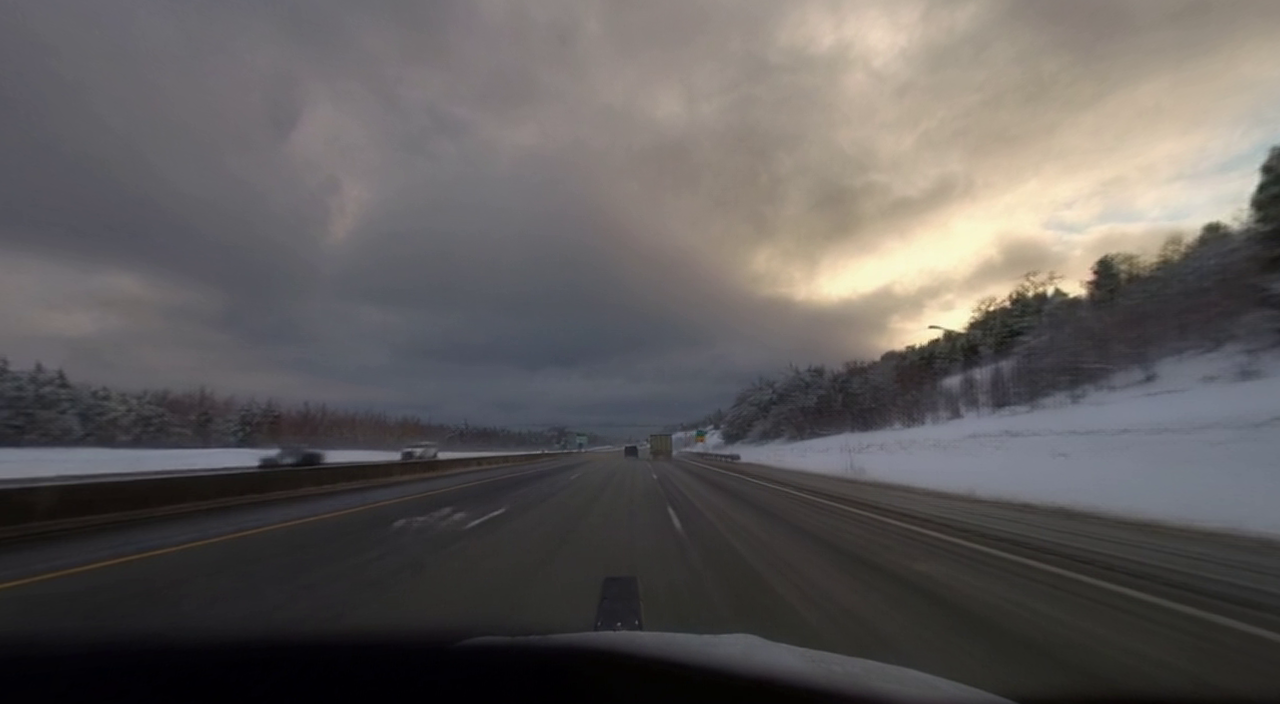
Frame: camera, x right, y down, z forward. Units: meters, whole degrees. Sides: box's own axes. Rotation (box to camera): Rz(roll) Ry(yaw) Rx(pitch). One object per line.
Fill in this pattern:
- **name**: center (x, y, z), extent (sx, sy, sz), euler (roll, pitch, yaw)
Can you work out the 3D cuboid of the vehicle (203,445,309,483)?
- **vehicle**: center (-17.093, 4.972, 28.293), extent (1.900, 1.524, 4.532), euler (-1, -9, 0)
